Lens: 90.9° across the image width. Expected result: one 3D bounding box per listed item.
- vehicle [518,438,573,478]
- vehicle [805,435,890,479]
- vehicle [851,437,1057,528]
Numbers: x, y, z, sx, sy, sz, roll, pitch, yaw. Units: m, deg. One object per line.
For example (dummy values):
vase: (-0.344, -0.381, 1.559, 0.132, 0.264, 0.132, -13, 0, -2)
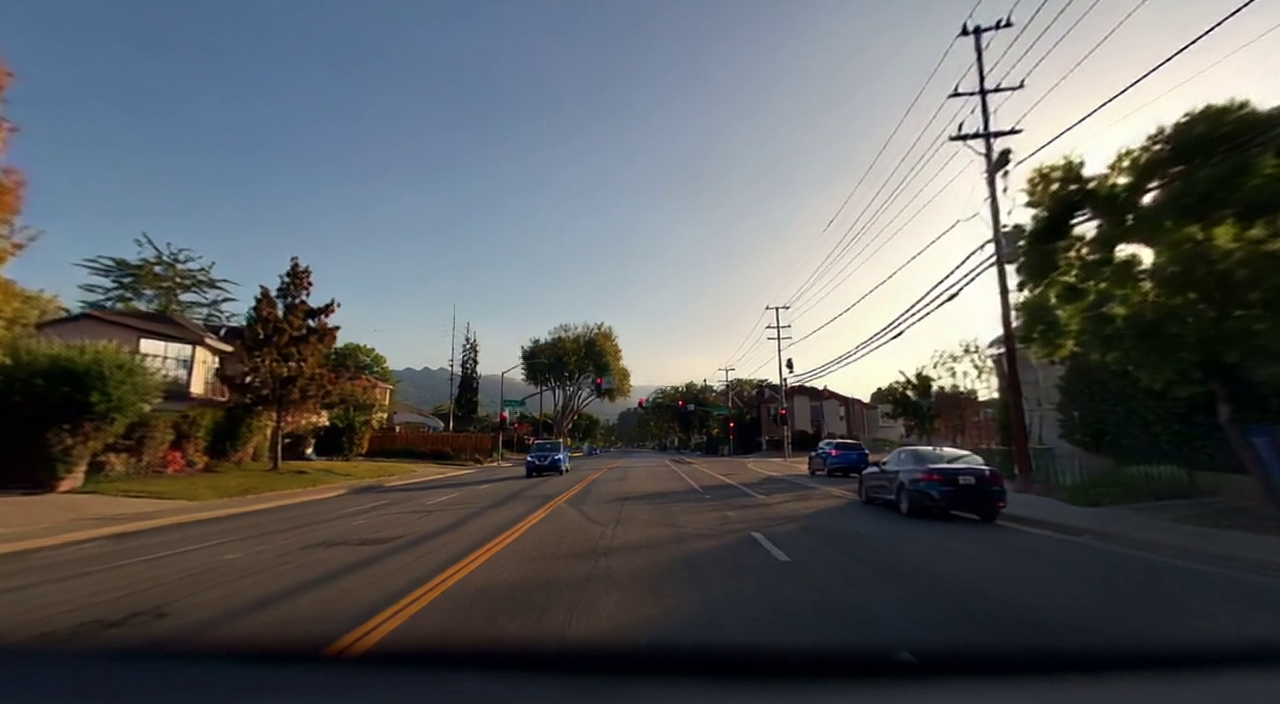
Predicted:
vehicle: (-4.537, 5.148, 30.967, 2.012, 1.778, 4.990, 0, -8, -1)
vehicle: (9.117, 4.643, 28.221, 2.170, 1.771, 4.908, 0, -8, 1)
vehicle: (5.942, 2.484, 12.666, 2.040, 1.475, 4.389, 0, -8, 3)
